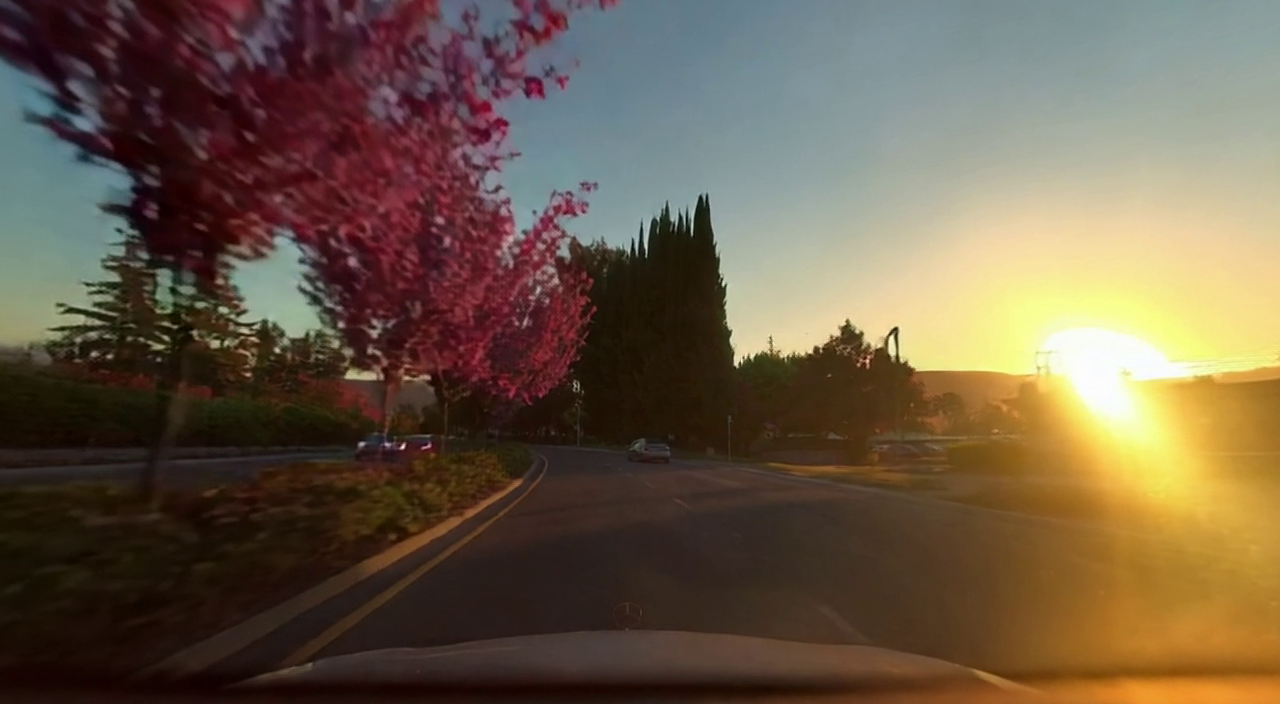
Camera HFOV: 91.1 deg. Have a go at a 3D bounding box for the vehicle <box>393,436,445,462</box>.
[{"bbox_3d":[-13.339,5.906,38.164,2.067,1.468,4.665,1,-9,-8],"label":"vehicle"}]

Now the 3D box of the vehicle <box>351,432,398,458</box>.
[{"bbox_3d":[-18.268,6.426,43.372,1.915,1.696,4.461,1,-9,-9],"label":"vehicle"}]

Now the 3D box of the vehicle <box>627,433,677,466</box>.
[{"bbox_3d":[0.657,5.844,37.740,2.166,1.828,4.607,2,-9,-9],"label":"vehicle"}]
